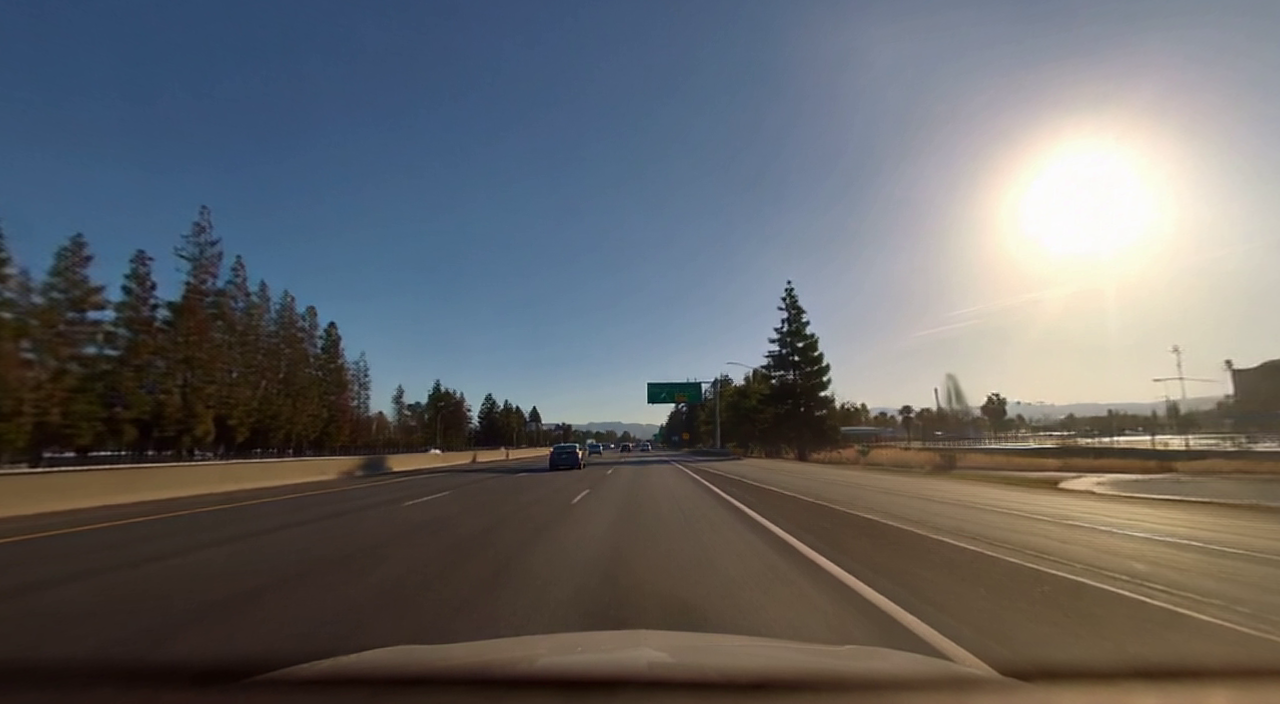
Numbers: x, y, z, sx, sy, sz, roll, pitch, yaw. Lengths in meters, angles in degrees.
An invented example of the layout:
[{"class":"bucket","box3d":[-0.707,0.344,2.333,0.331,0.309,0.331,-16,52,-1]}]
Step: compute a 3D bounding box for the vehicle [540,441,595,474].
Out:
[{"class":"vehicle","box3d":[-3.386,5.018,30.280,2.128,1.450,4.078,0,-8,1]}]
